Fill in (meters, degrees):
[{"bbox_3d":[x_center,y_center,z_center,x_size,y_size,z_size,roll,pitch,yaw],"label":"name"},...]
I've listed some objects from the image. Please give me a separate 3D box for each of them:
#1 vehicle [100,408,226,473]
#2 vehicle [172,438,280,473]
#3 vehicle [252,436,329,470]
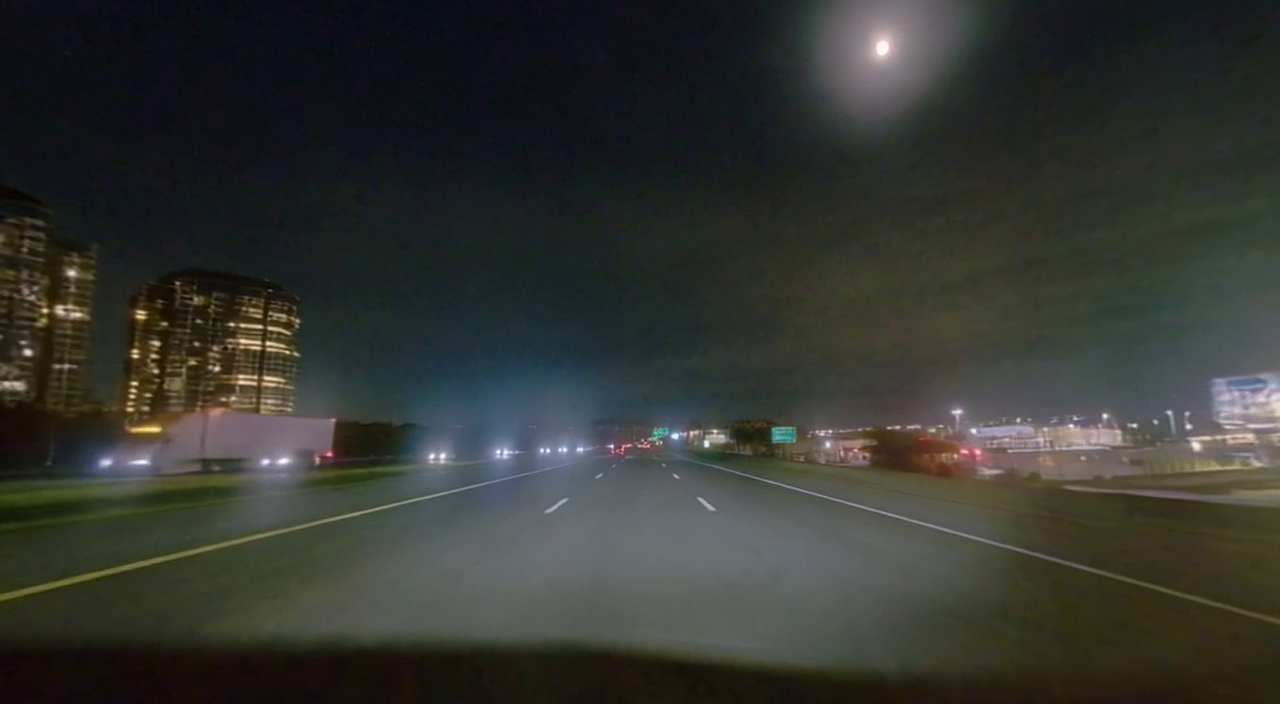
[{"bbox_3d":[-31.901,6.001,42.580,2.962,3.983,6.703,0,-9,1],"label":"vehicle"},{"bbox_3d":[-24.722,6.212,37.962,2.324,1.919,5.995,0,-9,1],"label":"vehicle"},{"bbox_3d":[-24.725,7.153,44.804,2.424,2.250,5.146,0,-9,1],"label":"vehicle"}]
